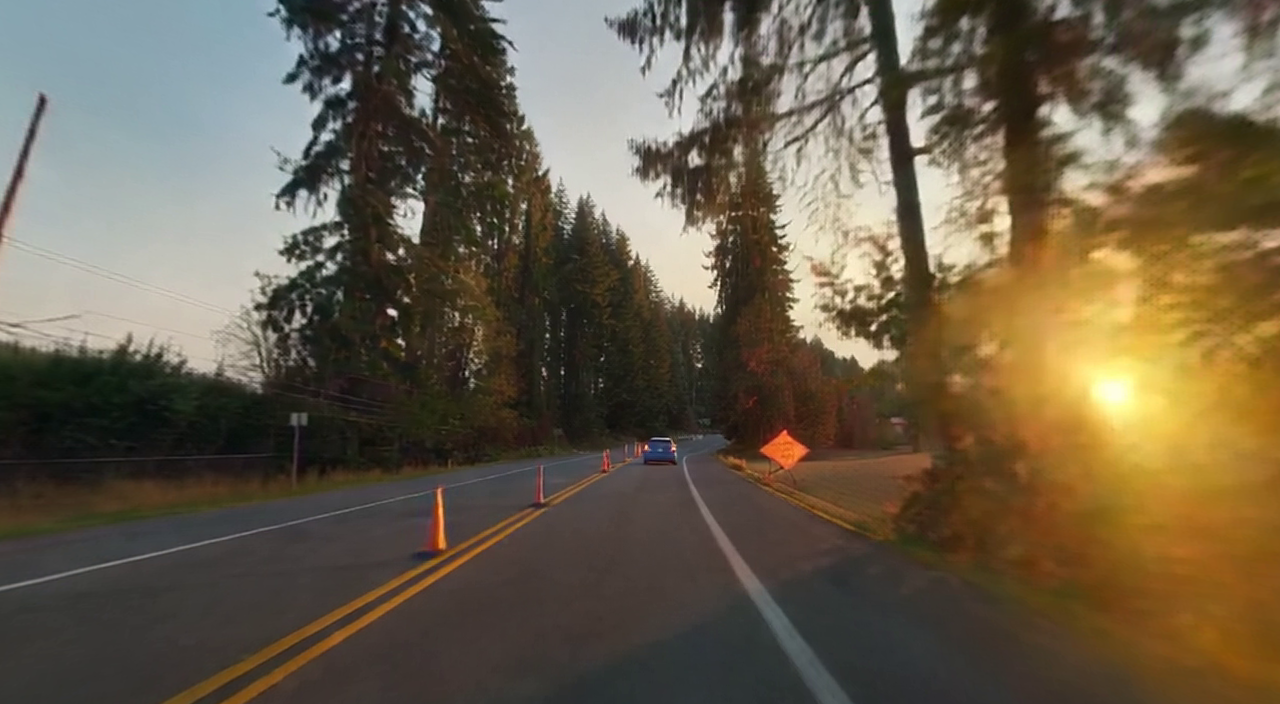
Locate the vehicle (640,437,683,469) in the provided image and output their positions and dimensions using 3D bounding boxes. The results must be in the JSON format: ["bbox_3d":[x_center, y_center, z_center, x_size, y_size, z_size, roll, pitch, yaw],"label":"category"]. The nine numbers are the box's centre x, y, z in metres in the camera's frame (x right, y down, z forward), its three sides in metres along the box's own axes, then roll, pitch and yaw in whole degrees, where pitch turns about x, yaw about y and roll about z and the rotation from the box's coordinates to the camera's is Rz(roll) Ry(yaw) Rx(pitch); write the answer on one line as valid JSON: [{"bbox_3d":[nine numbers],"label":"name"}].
[{"bbox_3d":[1.100,5.046,31.563,2.042,1.489,3.963,0,-8,3],"label":"vehicle"}]
